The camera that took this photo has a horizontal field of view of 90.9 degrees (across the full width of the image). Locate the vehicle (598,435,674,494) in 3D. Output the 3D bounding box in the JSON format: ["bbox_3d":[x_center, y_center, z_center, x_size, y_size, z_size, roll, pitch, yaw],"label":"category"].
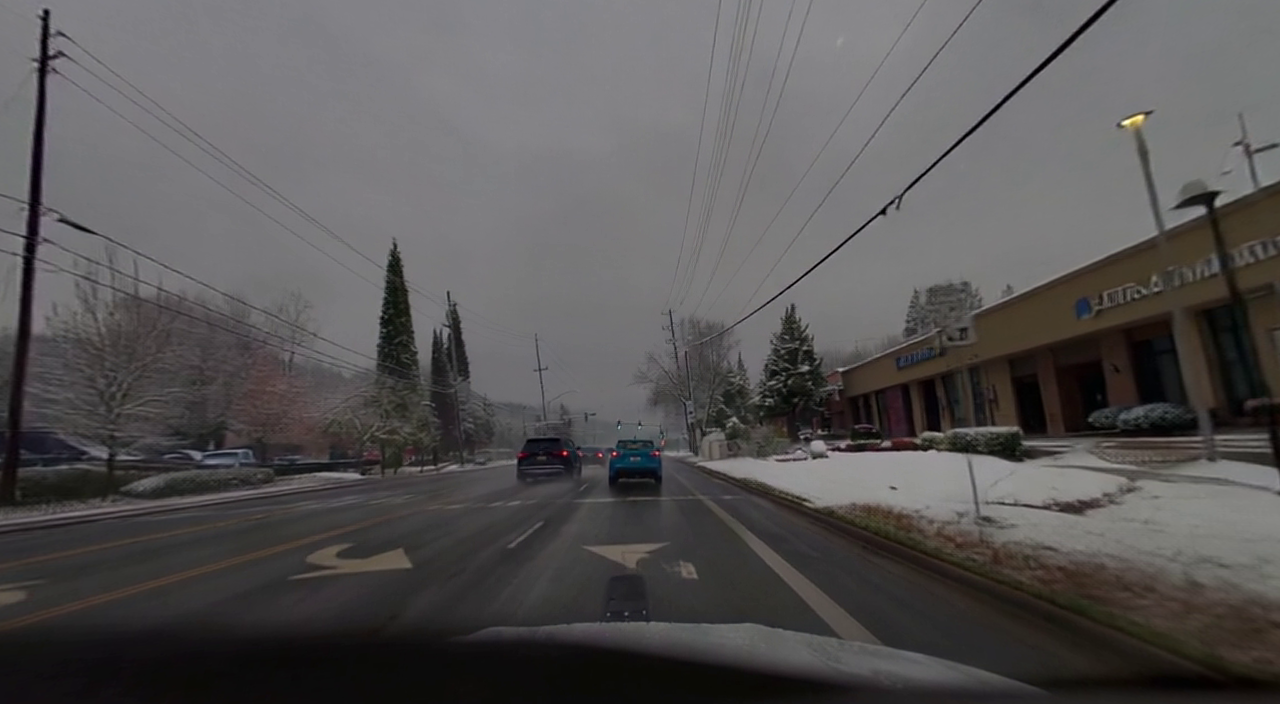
[{"bbox_3d":[-0.117,3.455,19.774,2.108,1.612,4.246,0,-8,0],"label":"vehicle"}]

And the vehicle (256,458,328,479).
[{"bbox_3d":[-26.405,8.814,47.874,4.553,1.479,1.768,-1,-9,7],"label":"vehicle"}]

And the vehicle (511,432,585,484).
[{"bbox_3d":[-3.525,4.183,25.212,2.064,1.859,5.154,0,-8,1],"label":"vehicle"}]
